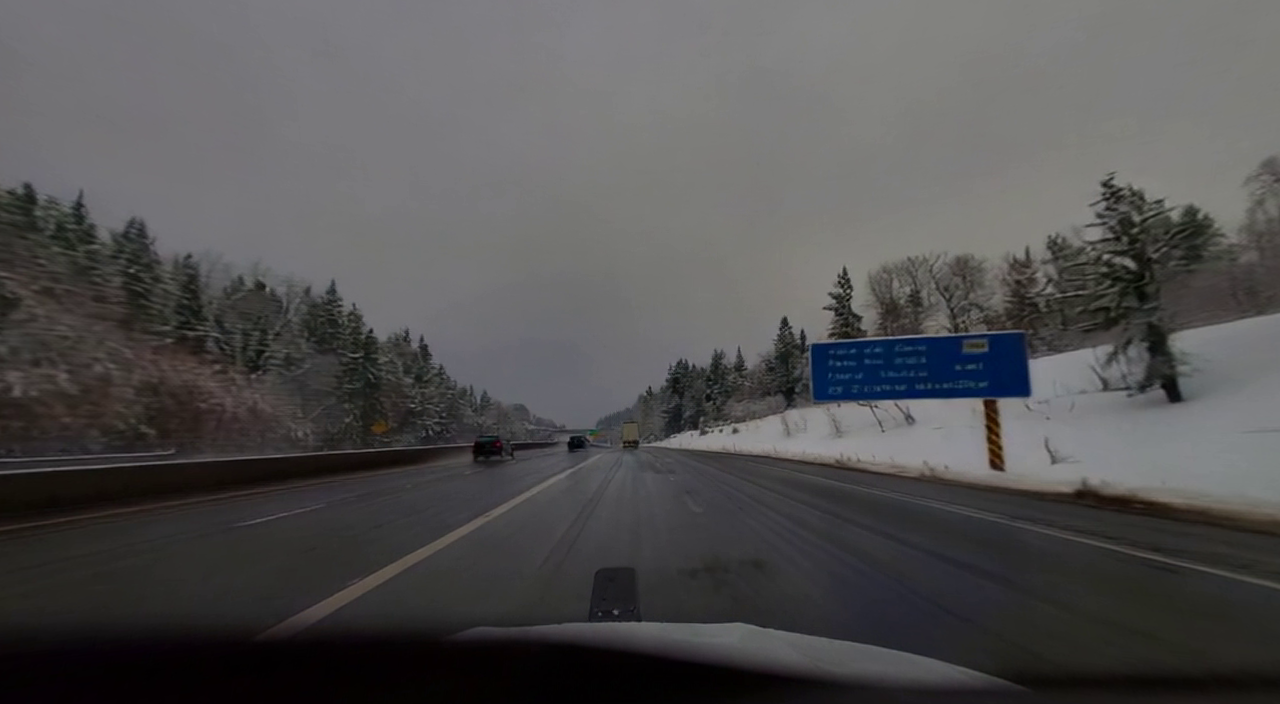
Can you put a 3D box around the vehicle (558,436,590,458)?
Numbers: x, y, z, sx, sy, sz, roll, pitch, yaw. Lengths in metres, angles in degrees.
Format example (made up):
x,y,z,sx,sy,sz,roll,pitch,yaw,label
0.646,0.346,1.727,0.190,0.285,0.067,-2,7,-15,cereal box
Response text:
x,y,z,sx,sy,sz,roll,pitch,yaw,label
-4.693,6.769,45.182,1.912,1.495,3.703,0,-7,0,vehicle

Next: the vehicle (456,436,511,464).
x,y,z,sx,sy,sz,roll,pitch,yaw,label
-8.539,5.359,34.753,1.973,1.470,4.270,0,-7,0,vehicle
